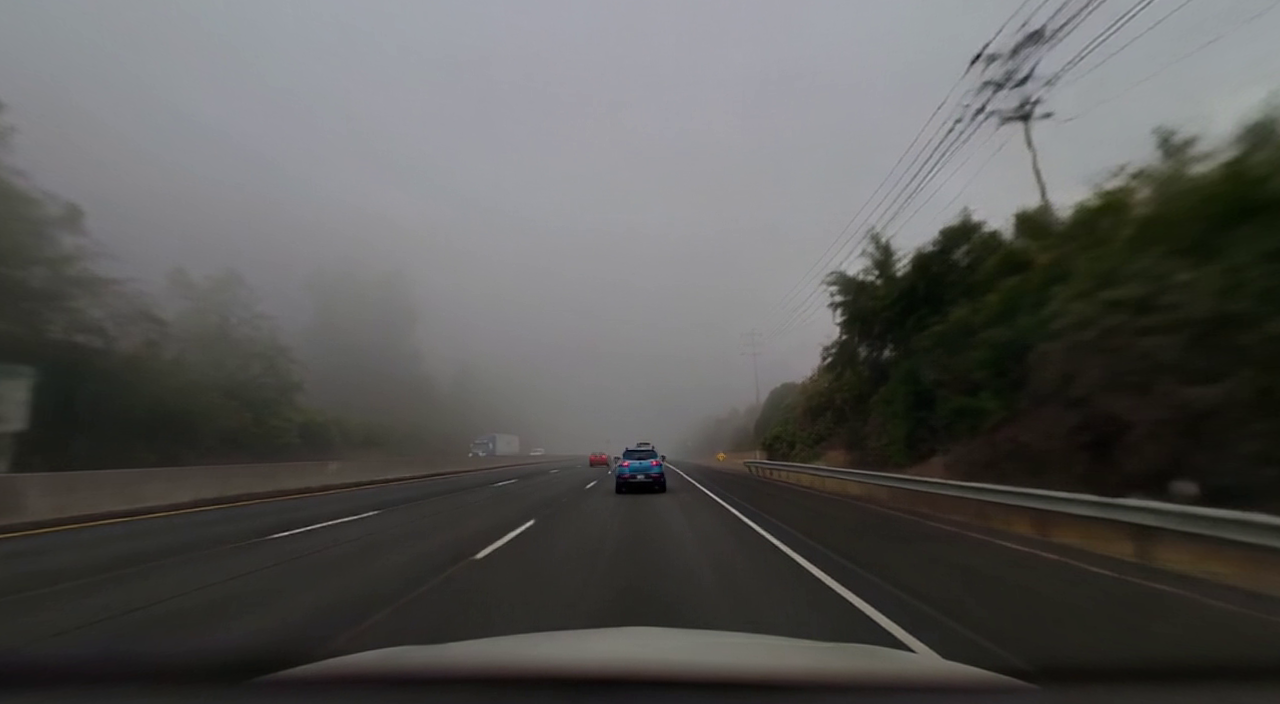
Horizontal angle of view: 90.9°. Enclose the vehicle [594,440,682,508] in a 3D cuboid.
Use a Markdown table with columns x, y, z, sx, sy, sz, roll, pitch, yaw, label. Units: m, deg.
| x | y | z | sx | sy | sz | roll | pitch | yaw | label |
| --- | --- | --- | --- | --- | --- | --- | --- | --- | --- |
| -0.058 | 3.089 | 16.419 | 1.966 | 1.499 | 4.298 | 0 | -9 | 0 | vehicle |
